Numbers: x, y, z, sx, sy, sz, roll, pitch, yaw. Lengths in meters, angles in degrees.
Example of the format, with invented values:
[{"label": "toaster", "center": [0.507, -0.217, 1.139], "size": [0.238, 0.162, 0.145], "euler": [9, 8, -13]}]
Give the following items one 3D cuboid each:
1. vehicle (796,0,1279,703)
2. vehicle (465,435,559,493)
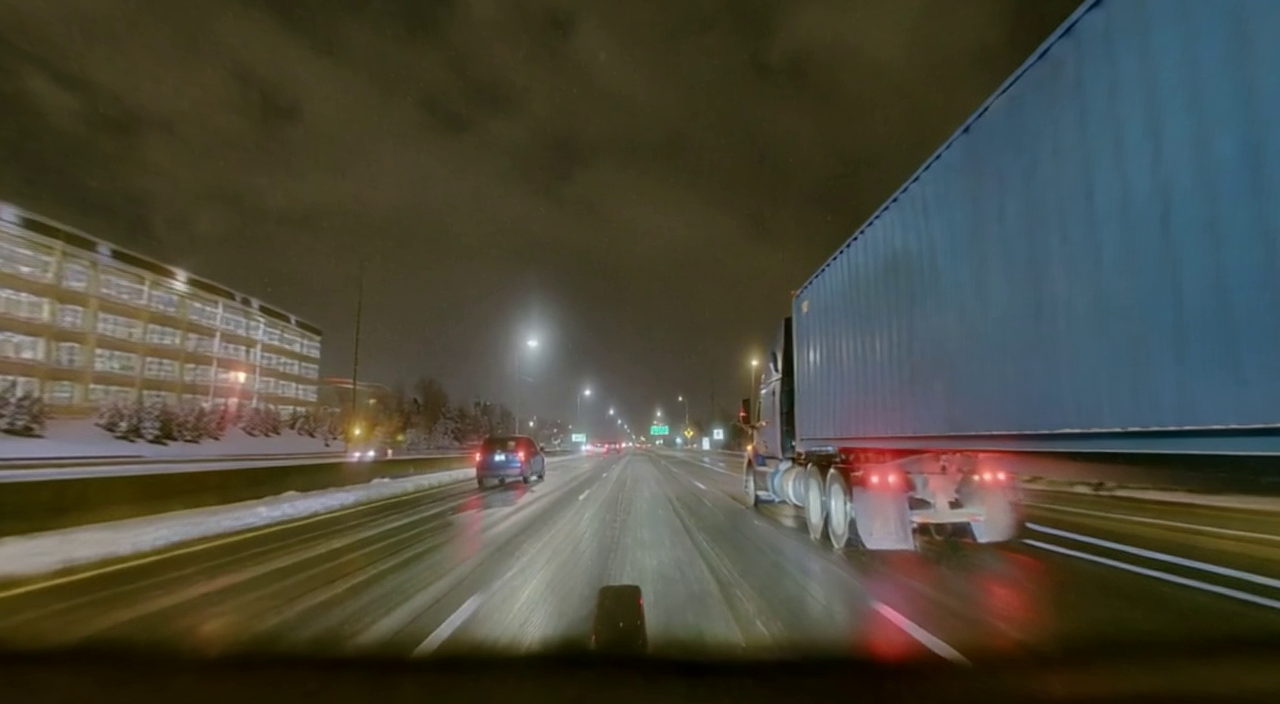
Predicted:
[{"label": "vehicle", "center": [3.920, -0.193, 3.348], "size": [2.893, 3.992, 13.605], "euler": [0, -8, 1]}, {"label": "vehicle", "center": [-3.713, 3.333, 19.043], "size": [1.954, 1.528, 4.010], "euler": [0, -9, 1]}]
